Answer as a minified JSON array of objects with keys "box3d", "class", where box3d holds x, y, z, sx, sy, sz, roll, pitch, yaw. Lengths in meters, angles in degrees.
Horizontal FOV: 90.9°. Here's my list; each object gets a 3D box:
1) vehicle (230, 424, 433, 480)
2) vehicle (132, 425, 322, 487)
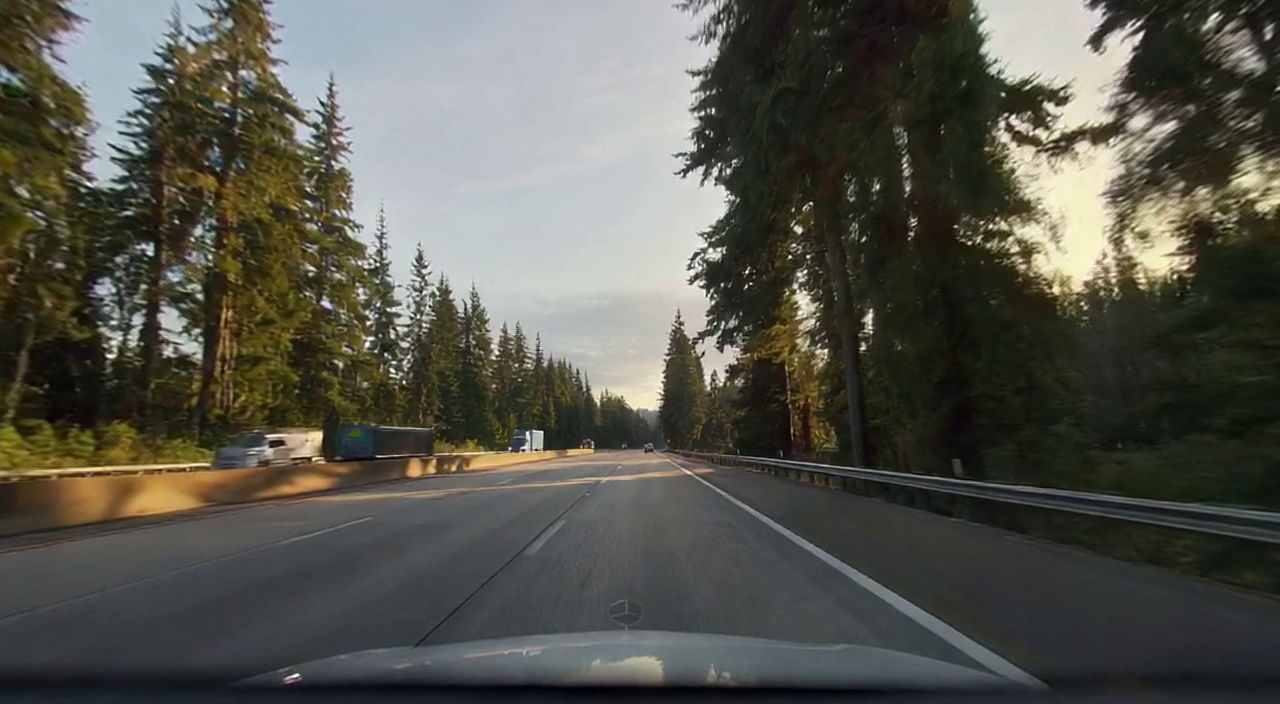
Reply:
[{"box3d":[-12.932,4.411,28.425,2.672,1.964,12.269,0,-8,2],"class":"vehicle"},{"box3d":[-13.116,3.358,20.697,2.293,1.736,5.712,0,-8,1],"class":"vehicle"}]
